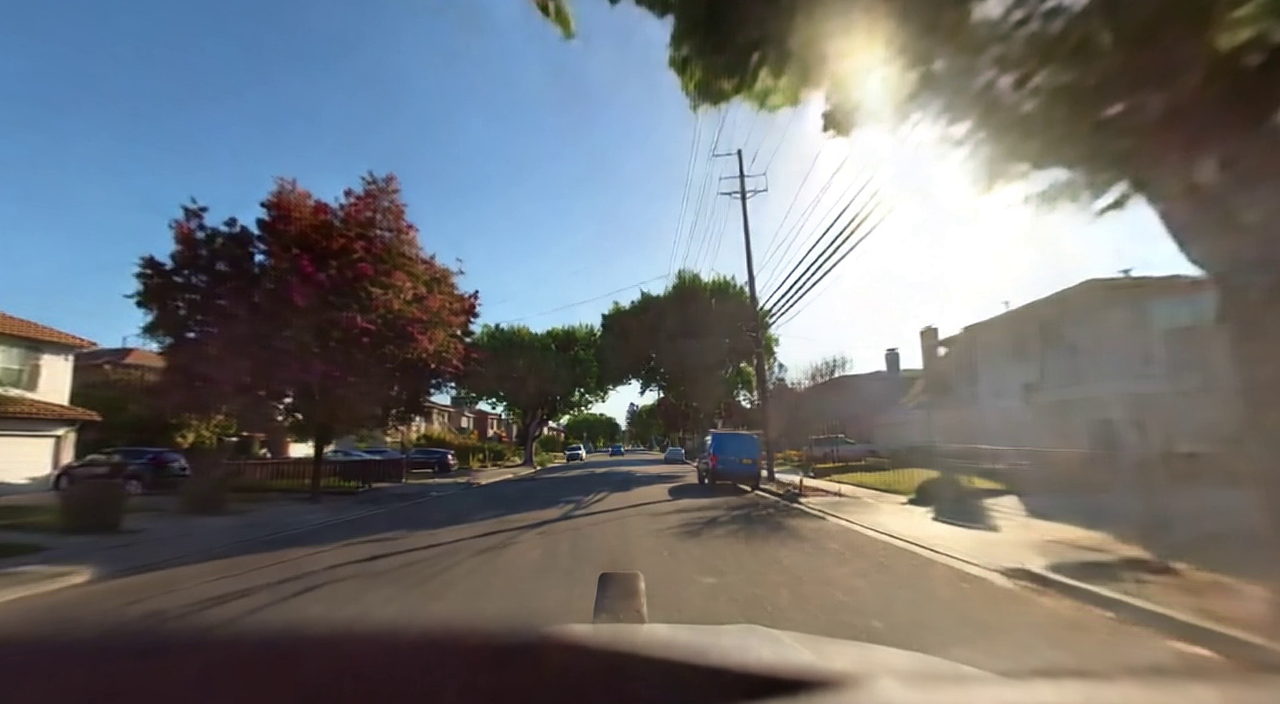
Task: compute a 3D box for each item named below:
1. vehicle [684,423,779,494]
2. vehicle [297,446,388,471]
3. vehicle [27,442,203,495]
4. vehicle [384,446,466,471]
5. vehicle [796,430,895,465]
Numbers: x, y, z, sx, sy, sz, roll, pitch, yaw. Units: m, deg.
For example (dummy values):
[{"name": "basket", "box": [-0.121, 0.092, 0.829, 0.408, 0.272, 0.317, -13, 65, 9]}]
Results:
[{"name": "vehicle", "box": [2.900, 3.552, 21.372, 2.311, 2.069, 5.156, 0, -9, -1]}, {"name": "vehicle", "box": [-18.355, 6.588, 39.134, 4.615, 1.482, 2.073, 0, -8, 0]}, {"name": "vehicle", "box": [-18.480, 4.093, 22.413, 4.414, 1.731, 2.008, -1, -8, 0]}, {"name": "vehicle", "box": [-13.341, 6.595, 39.371, 4.443, 1.475, 1.932, 0, -9, -2]}, {"name": "vehicle", "box": [10.965, 5.127, 33.872, 4.602, 1.799, 1.859, 0, -9, -1]}]
